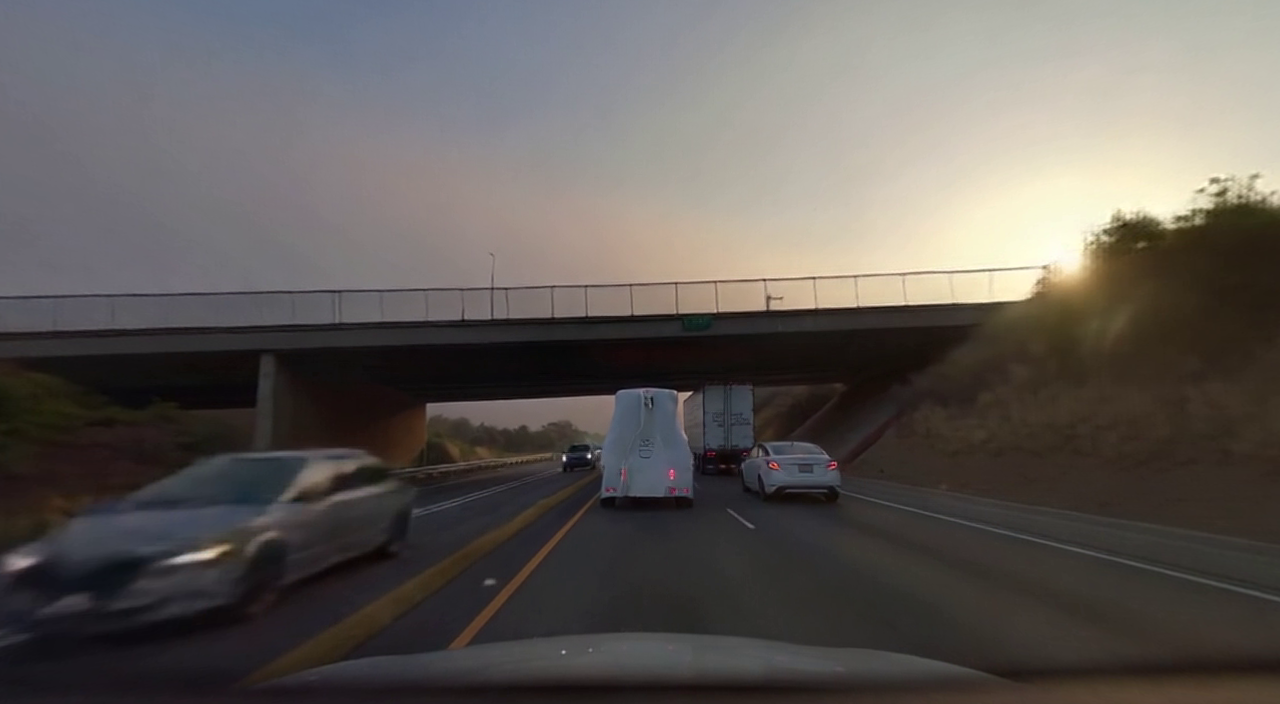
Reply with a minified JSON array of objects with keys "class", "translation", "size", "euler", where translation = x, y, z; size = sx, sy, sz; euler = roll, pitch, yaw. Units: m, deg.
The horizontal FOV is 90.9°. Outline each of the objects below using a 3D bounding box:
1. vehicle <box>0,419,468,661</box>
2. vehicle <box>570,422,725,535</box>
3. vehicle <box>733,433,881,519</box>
[{"class":"vehicle","translation":[-3.380,1.556,6.251],"size":[2.096,1.531,4.210],"euler":[-1,-9,1]},{"class":"vehicle","translation":[0.140,2.181,11.315],"size":[2.256,1.615,4.114],"euler":[-1,-9,1]},{"class":"vehicle","translation":[3.270,2.525,13.268],"size":[1.972,1.505,3.946],"euler":[-1,-9,-1]}]
